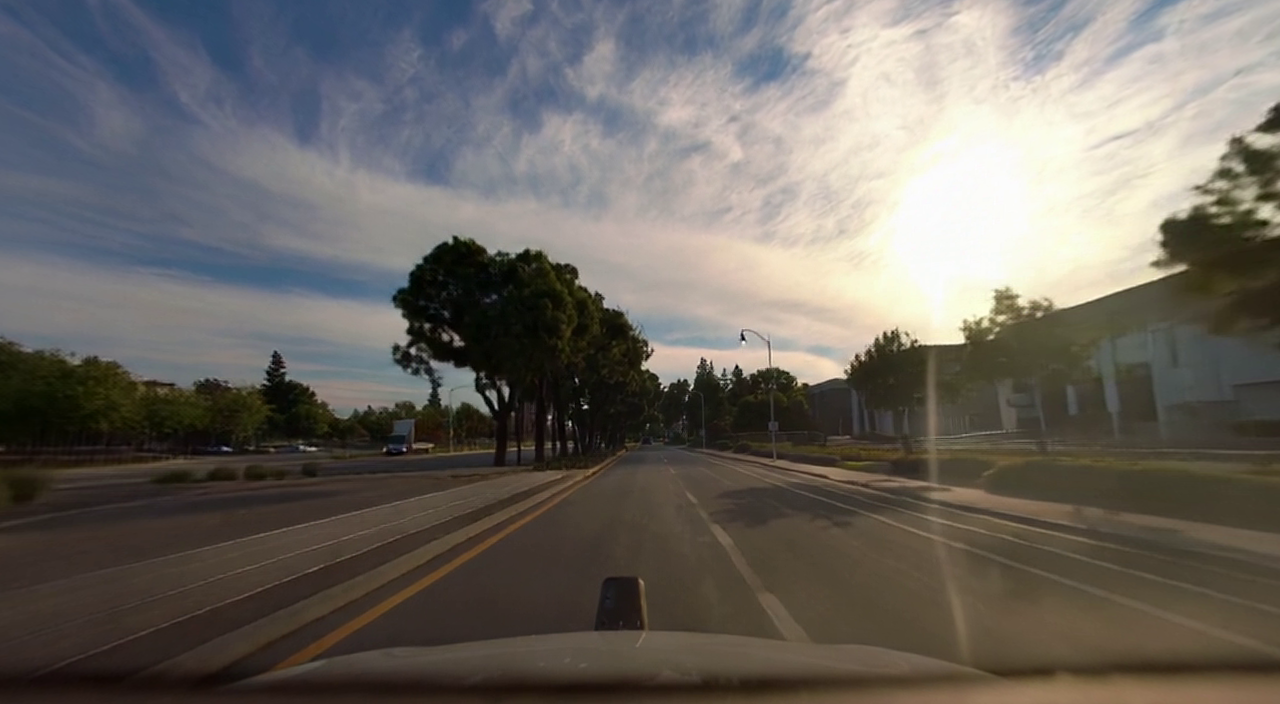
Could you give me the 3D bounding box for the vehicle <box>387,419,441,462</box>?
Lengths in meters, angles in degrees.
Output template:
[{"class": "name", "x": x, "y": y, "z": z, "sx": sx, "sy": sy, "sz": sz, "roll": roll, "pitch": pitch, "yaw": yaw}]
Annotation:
[{"class": "vehicle", "x": -16.721, "y": 6.533, "z": 46.927, "sx": 2.575, "sy": 2.950, "sz": 4.003, "roll": -1, "pitch": -7, "yaw": -1}]
